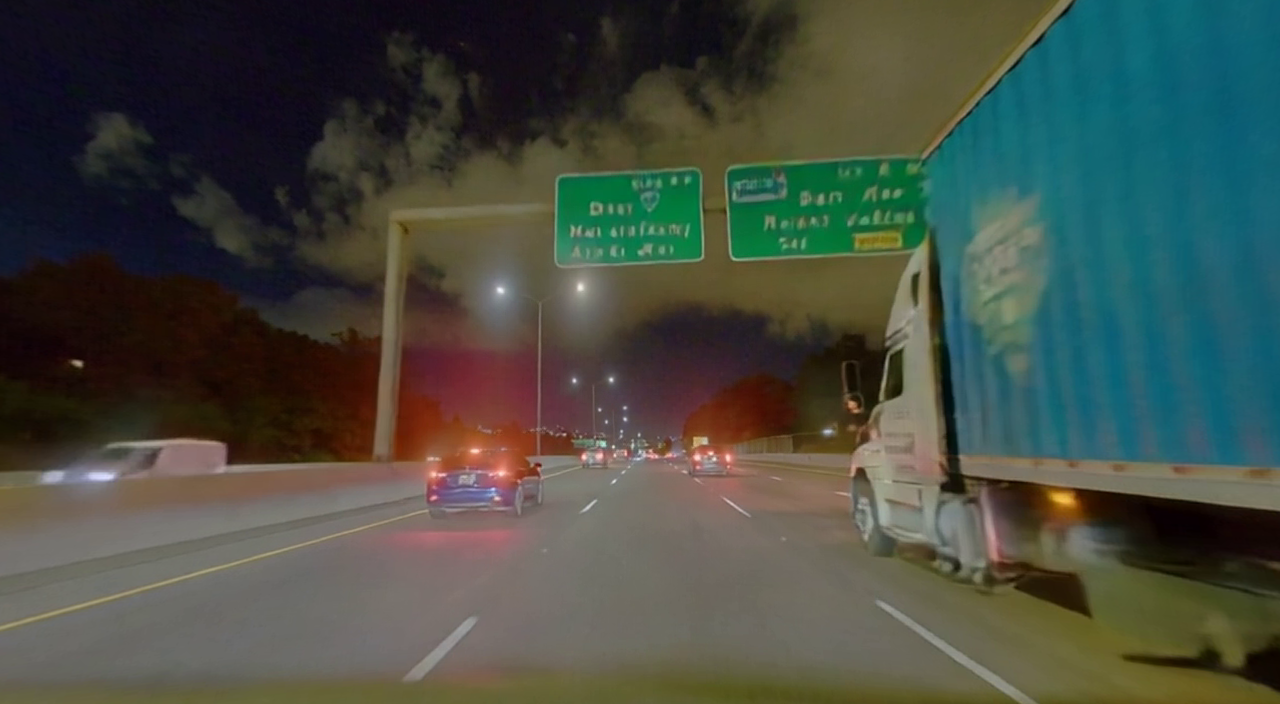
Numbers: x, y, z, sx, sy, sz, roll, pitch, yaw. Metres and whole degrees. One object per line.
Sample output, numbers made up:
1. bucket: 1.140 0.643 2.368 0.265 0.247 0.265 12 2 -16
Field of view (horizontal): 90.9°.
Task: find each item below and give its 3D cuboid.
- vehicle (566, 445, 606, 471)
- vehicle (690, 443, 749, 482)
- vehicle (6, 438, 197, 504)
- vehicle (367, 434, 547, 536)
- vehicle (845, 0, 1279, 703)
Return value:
1. vehicle: -3.405 6.760 40.465 2.099 1.494 4.504 -1 -8 1
2. vehicle: 3.235 4.573 26.515 2.040 1.461 4.822 -1 -8 2
3. vehicle: -19.619 4.317 23.466 2.324 2.129 5.351 -1 -8 1
4. vehicle: -3.267 2.471 12.515 1.974 1.589 5.047 -1 -8 1
5. vehicle: 3.955 -0.280 2.015 2.985 3.895 11.239 -1 -8 1
